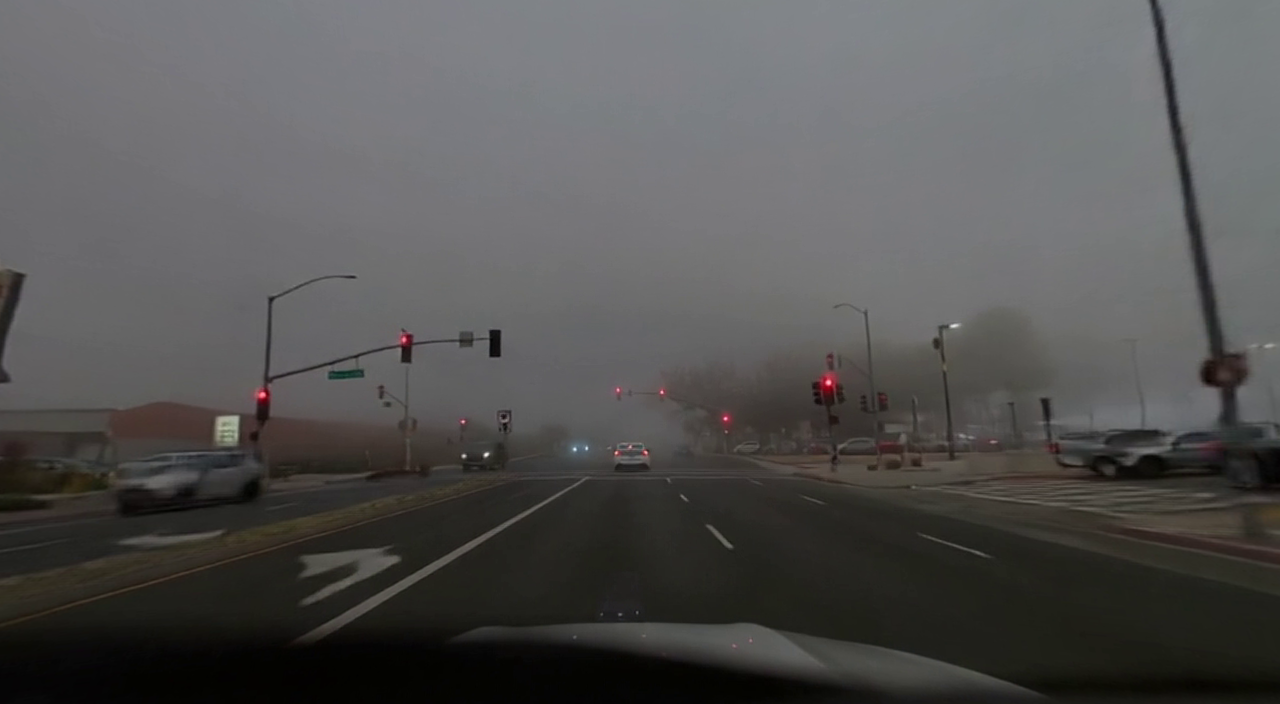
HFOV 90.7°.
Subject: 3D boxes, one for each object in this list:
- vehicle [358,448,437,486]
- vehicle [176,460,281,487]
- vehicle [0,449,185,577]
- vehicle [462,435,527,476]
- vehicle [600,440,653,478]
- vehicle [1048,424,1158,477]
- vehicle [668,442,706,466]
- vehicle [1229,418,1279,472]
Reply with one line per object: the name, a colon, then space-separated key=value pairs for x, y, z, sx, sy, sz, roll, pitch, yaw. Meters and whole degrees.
vehicle: x=-11.784 y=5.602 z=31.153 sx=2.039 sy=1.630 sz=4.878 roll=1 pitch=-8 yaw=-2
vehicle: x=-23.963 y=7.073 z=36.936 sx=4.788 sy=1.464 sz=1.927 roll=-1 pitch=-9 yaw=2
vehicle: x=-8.493 y=2.025 z=8.244 sx=1.894 sy=1.486 sz=4.359 roll=0 pitch=-9 yaw=0
vehicle: x=-8.606 y=6.181 z=38.095 sx=2.440 sy=2.225 sz=6.346 roll=0 pitch=-9 yaw=0
vehicle: x=-0.586 y=4.748 z=28.214 sx=2.160 sy=1.508 sz=4.319 roll=0 pitch=-9 yaw=-1
vehicle: x=14.792 y=3.119 z=20.104 sx=1.985 sy=1.479 sz=4.580 roll=-9 pitch=-12 yaw=44
vehicle: x=3.062 y=6.793 z=42.066 sx=2.060 sy=1.471 sz=4.168 roll=0 pitch=-9 yaw=-2
vehicle: x=20.475 y=2.915 z=20.262 sx=2.012 sy=1.556 sz=4.432 roll=-10 pitch=-11 yaw=44
